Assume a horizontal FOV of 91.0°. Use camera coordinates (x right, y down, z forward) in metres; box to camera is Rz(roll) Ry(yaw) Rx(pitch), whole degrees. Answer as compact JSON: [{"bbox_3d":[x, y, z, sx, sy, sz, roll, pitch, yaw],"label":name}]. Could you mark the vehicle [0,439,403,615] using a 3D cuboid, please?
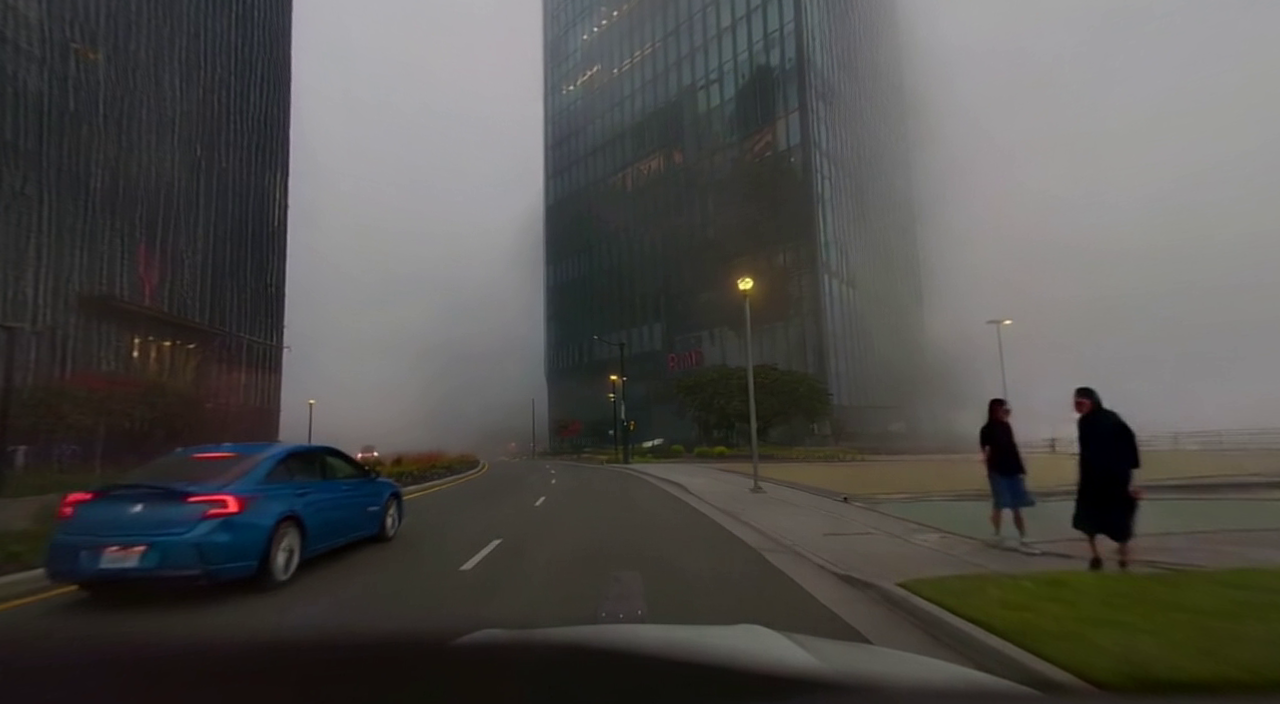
[{"bbox_3d":[-4.799,1.853,7.745,2.045,1.479,4.616,0,-9,-1],"label":"vehicle"}]
